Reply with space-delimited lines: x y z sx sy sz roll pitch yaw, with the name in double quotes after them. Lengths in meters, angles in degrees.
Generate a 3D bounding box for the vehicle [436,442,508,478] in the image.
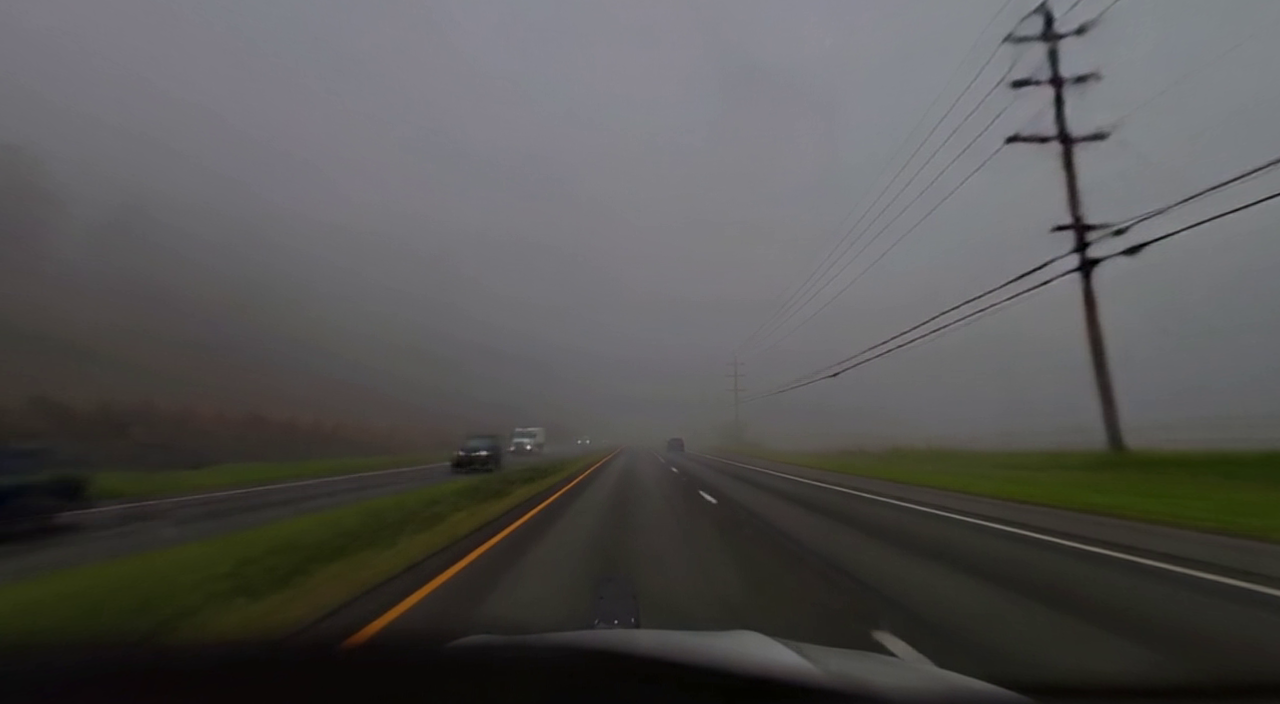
-7.705 4.965 29.355 2.037 1.484 4.694 -1 -8 0 "vehicle"
